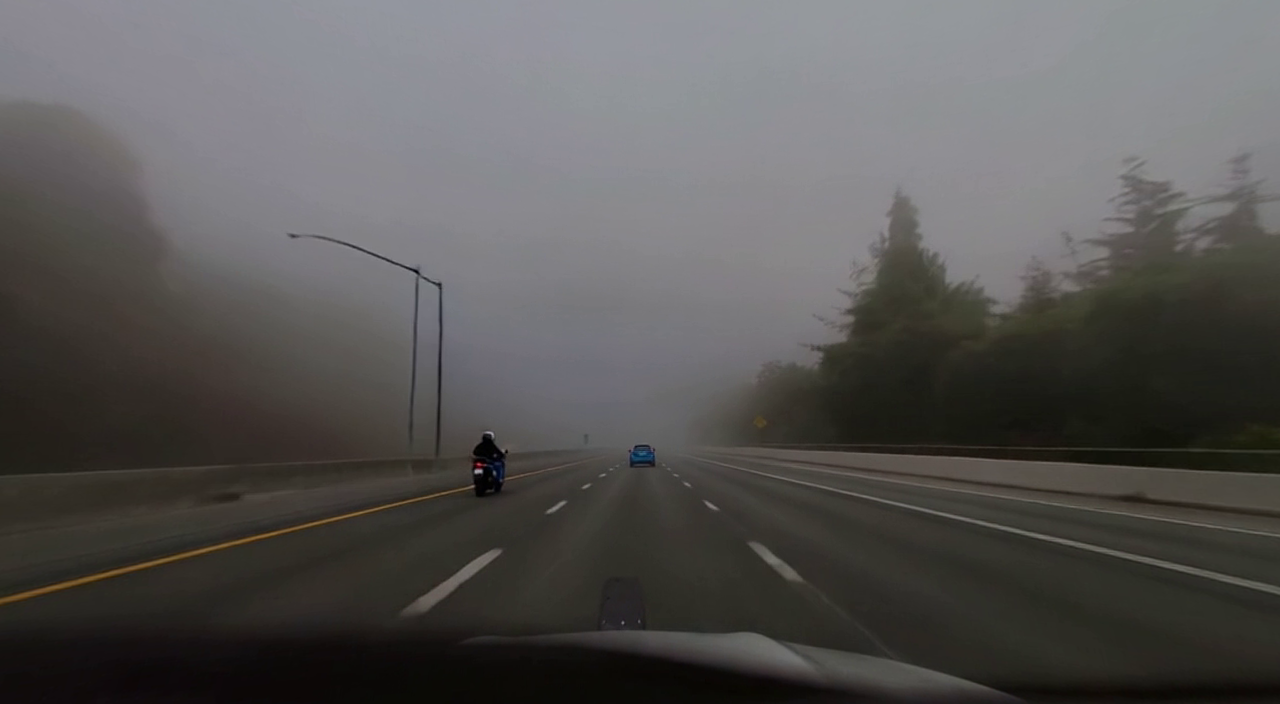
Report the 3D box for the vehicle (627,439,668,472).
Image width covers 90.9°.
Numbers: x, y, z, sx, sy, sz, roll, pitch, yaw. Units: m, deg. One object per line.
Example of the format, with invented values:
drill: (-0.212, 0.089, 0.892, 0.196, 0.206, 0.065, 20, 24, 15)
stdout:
vehicle: (0.437, 6.098, 37.137, 2.247, 1.825, 4.036, 0, -9, 0)
